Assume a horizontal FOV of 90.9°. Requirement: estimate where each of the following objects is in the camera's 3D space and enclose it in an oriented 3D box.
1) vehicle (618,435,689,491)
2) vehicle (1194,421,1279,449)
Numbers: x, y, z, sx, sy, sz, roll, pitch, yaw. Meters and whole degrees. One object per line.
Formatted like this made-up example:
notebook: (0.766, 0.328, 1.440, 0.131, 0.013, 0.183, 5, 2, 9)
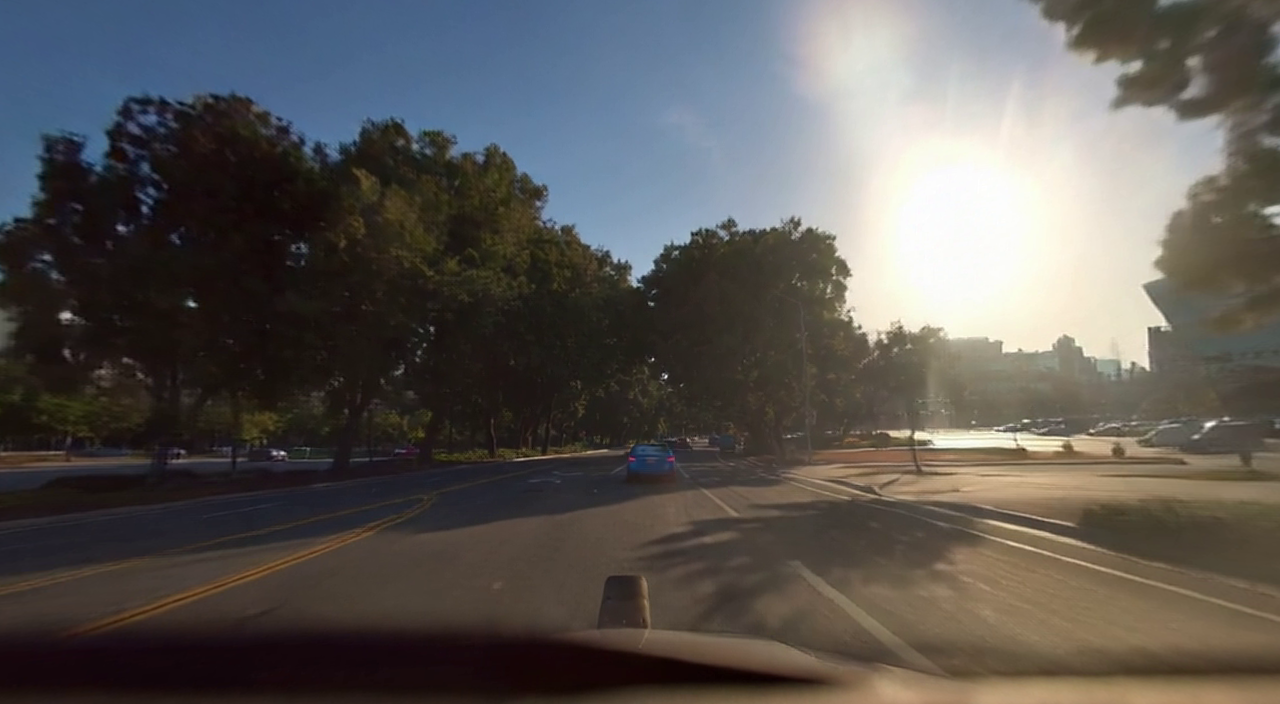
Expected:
vehicle: (0.395, 3.411, 19.681, 2.010, 1.535, 3.735, 0, -8, 1)
vehicle: (44.156, 6.145, 46.563, 4.459, 1.710, 2.018, -4, -8, 1)
